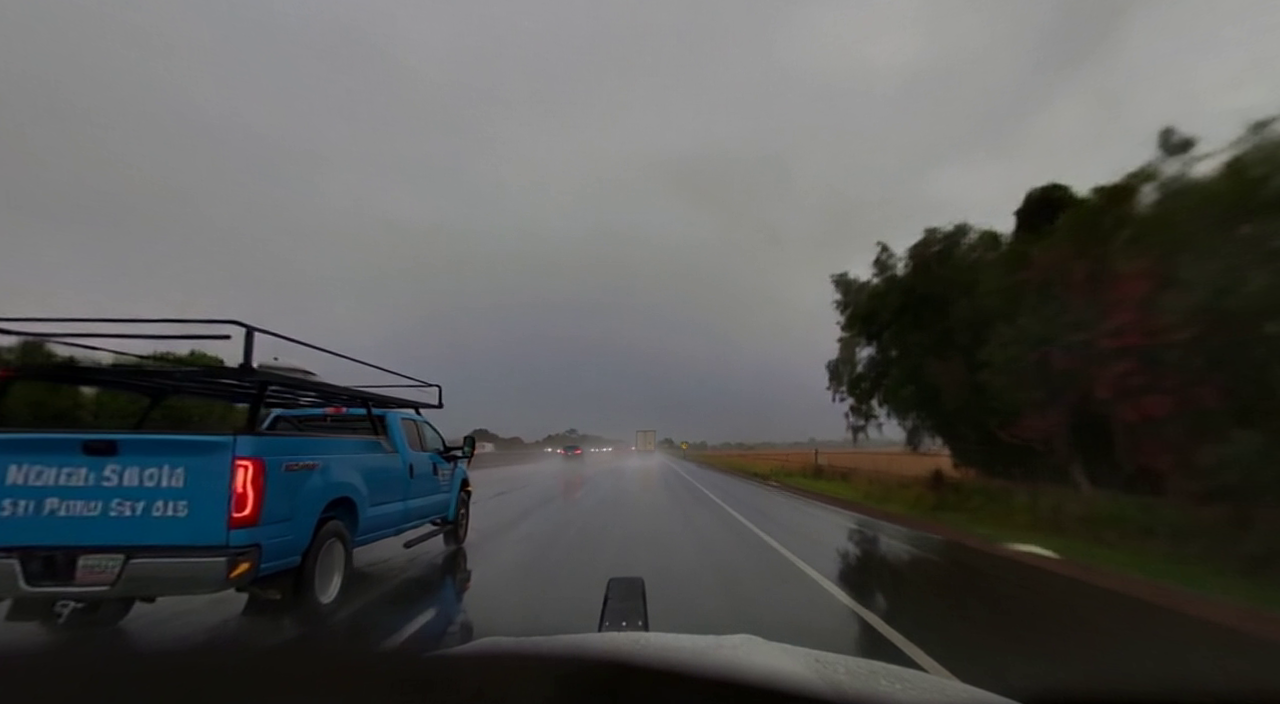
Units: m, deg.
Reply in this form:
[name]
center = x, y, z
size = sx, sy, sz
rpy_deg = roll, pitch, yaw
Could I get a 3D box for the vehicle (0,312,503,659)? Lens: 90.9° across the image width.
[vehicle]
center = -3.835, 1.360, 7.658
size = 2.791, 2.330, 6.725
rpy_deg = 0, -8, 0
